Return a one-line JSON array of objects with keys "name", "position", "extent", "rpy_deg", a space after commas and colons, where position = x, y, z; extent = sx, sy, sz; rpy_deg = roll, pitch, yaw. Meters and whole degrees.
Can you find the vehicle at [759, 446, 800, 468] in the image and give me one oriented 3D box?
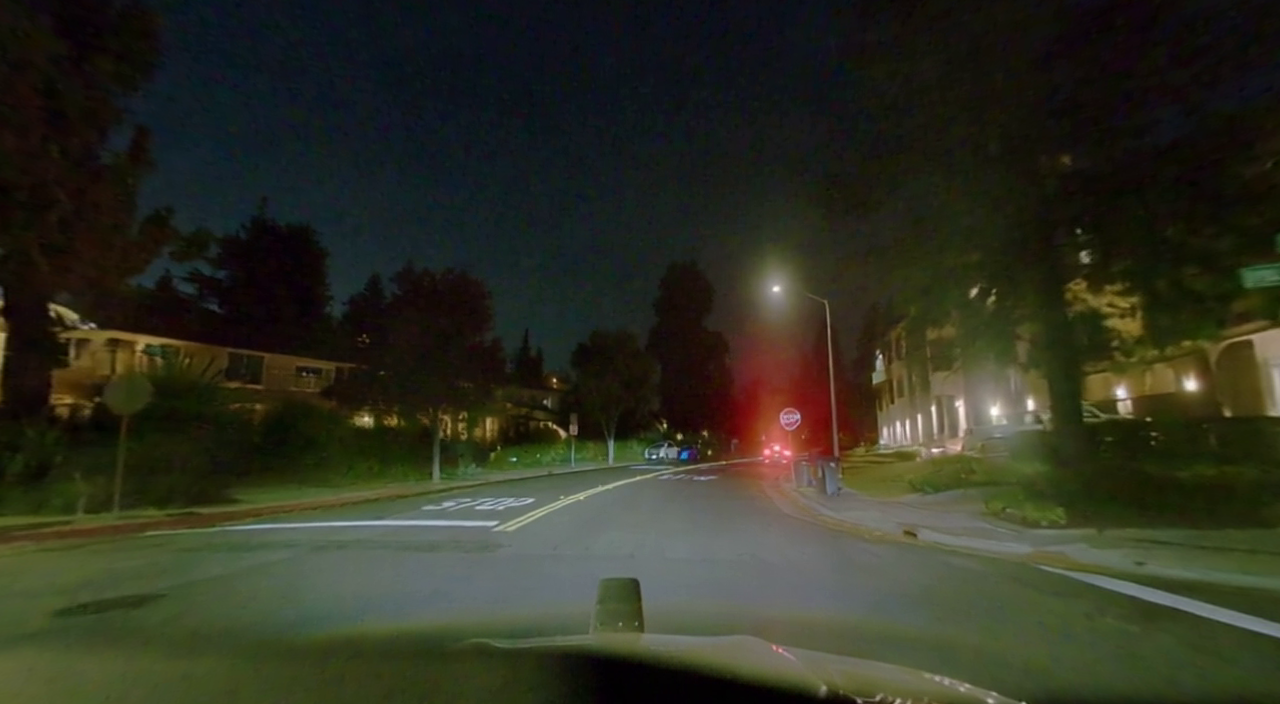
[{"name": "vehicle", "position": [10.065, 7.498, 45.298], "extent": [2.045, 1.478, 4.914], "rpy_deg": [-4, -9, 22]}]
